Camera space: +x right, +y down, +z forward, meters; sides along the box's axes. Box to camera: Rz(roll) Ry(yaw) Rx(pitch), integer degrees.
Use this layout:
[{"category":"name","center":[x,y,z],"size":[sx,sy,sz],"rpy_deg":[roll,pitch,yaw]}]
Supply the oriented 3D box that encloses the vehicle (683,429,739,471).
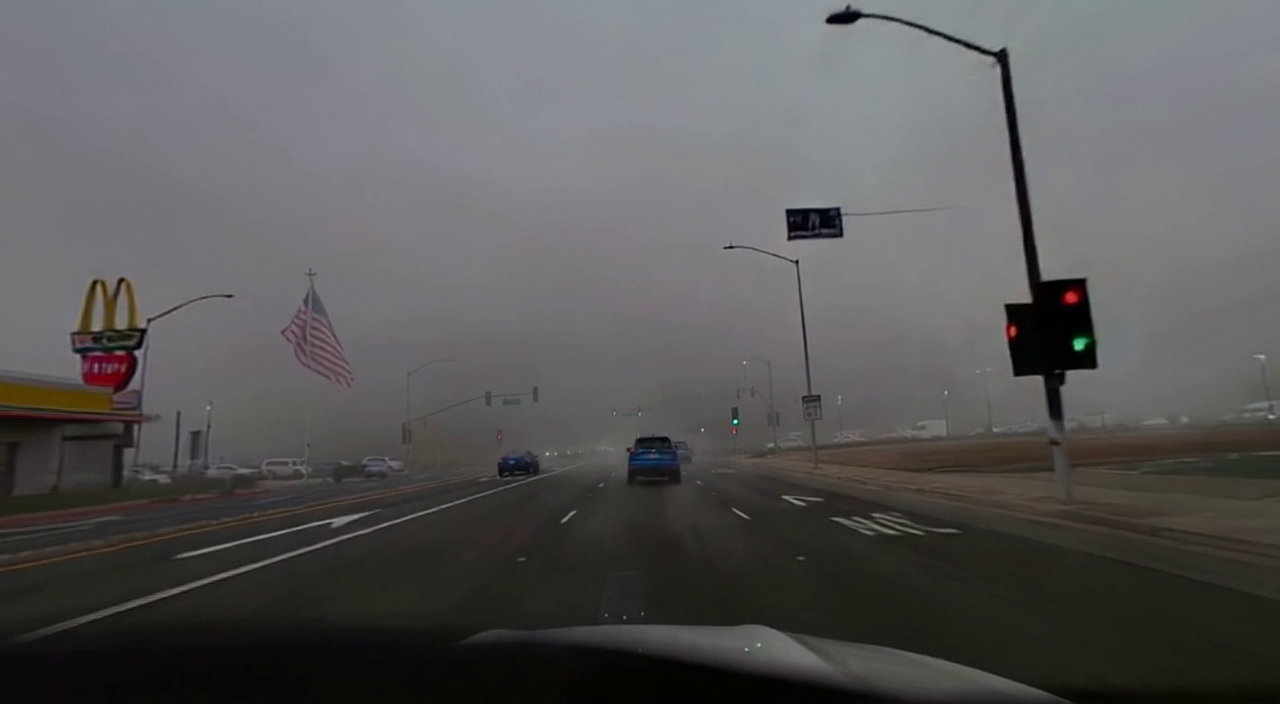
[{"category":"vehicle","center":[3.910,5.576,36.102],"size":[2.452,2.148,5.877],"rpy_deg":[0,-8,-1]}]

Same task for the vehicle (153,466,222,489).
[{"category":"vehicle","center":[-33.306,9.239,46.442],"size":[4.542,1.475,1.903],"rpy_deg":[-4,-9,22]}]

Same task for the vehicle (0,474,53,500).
[{"category":"vehicle","center":[-41.026,8.721,40.714],"size":[1.792,1.450,4.553],"rpy_deg":[0,-8,2]}]

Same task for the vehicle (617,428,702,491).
[{"category":"vehicle","center":[0.555,3.554,21.267],"size":[2.513,1.854,5.235],"rpy_deg":[0,-8,-1]}]

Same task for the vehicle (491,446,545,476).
[{"category":"vehicle","center":[-6.542,5.875,34.332],"size":[1.966,1.461,4.422],"rpy_deg":[0,-8,1]}]
